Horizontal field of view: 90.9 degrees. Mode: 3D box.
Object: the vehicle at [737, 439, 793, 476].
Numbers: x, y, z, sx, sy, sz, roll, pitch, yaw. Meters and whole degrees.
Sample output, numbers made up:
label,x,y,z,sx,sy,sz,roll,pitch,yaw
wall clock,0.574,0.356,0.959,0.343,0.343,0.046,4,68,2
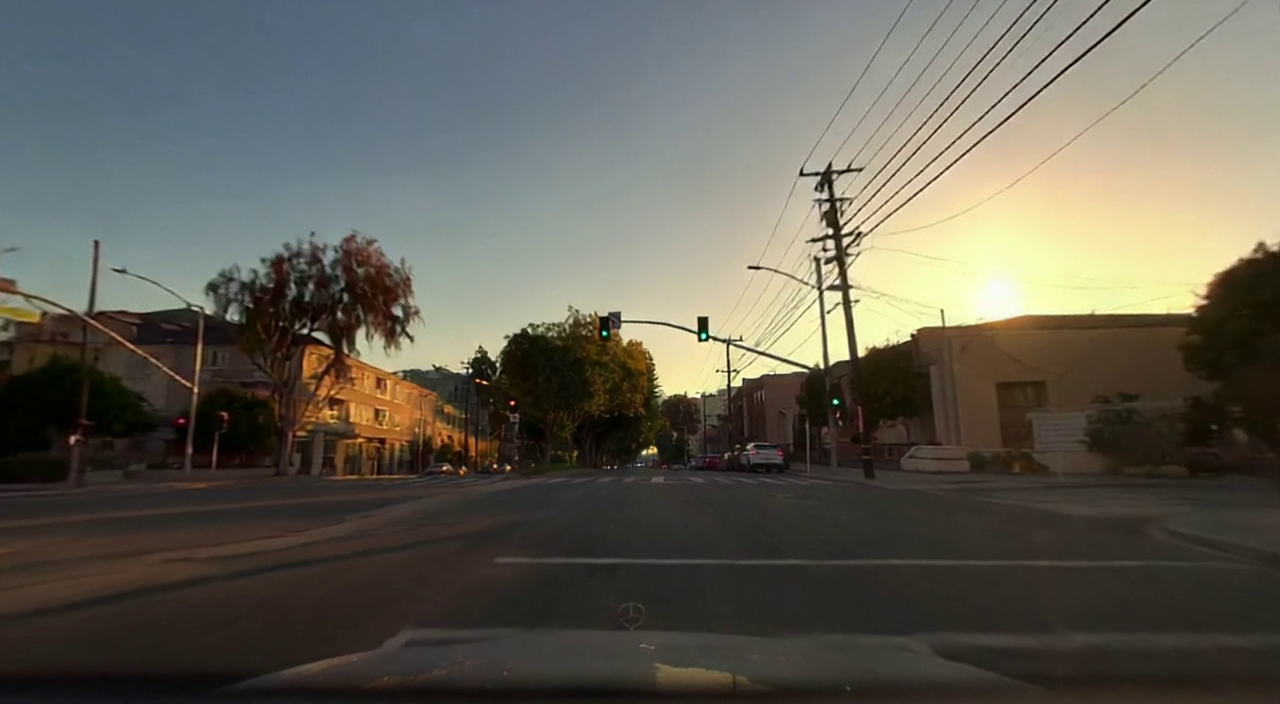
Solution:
label,x,y,z,sx,sy,sz,roll,pitch,yaw
vehicle,7.000,5.956,35.886,2.148,1.904,4.910,0,-8,-1
